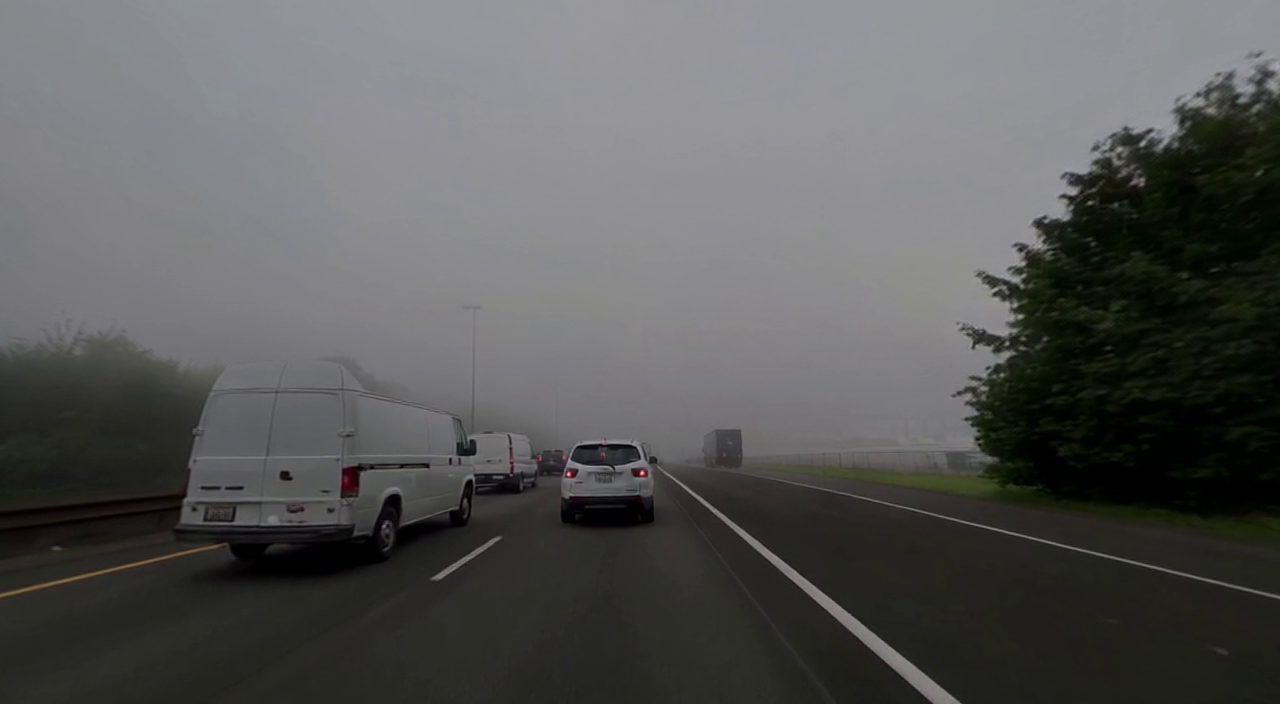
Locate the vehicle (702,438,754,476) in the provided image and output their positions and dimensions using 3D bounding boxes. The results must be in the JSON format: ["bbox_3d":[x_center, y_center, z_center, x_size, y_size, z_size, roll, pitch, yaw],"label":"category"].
[{"bbox_3d":[4.346,5.277,31.754,2.003,1.754,4.134,0,-9,0],"label":"vehicle"}]

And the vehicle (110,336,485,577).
[{"bbox_3d":[-4.579,1.649,10.372,2.248,2.626,6.837,0,-9,0],"label":"vehicle"}]

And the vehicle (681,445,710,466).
[{"bbox_3d":[4.185,7.914,48.132,1.874,1.512,3.723,0,-9,-1],"label":"vehicle"}]

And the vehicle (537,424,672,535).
[{"bbox_3d":[-0.561,2.278,11.750,2.093,1.695,3.782,0,-9,0],"label":"vehicle"}]
